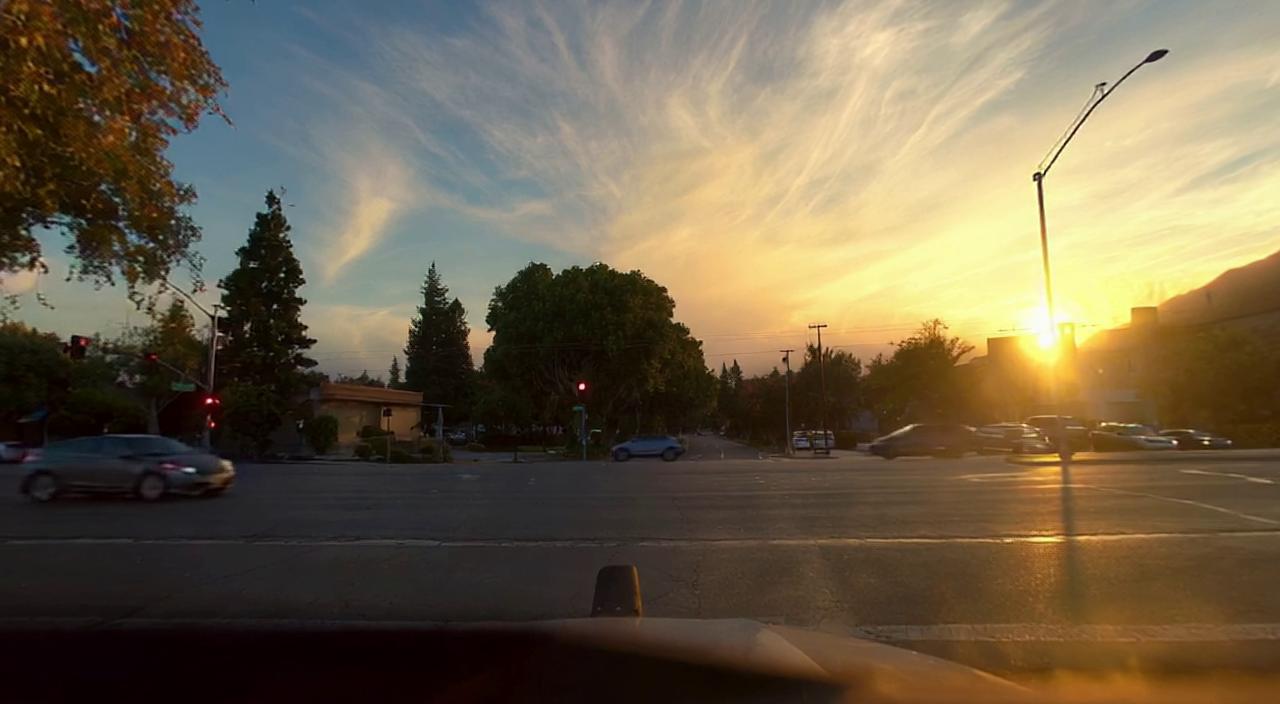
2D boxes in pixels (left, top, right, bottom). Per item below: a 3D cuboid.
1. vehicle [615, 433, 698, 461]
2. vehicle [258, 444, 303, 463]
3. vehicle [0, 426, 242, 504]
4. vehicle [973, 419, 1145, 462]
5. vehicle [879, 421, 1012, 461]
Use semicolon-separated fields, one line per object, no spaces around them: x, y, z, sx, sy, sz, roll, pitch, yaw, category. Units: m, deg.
0.980;5.454;36.178;4.488;1.536;1.849;-2;-9;11;vehicle
-28.129;7.923;49.582;2.235;1.417;4.272;3;-9;-19;vehicle
-12.930;2.755;15.636;4.959;1.715;2.162;-2;-9;11;vehicle
15.023;3.215;22.949;4.749;1.461;1.892;-1;-9;9;vehicle
12.966;3.835;27.129;4.677;1.593;2.029;-2;-9;11;vehicle
